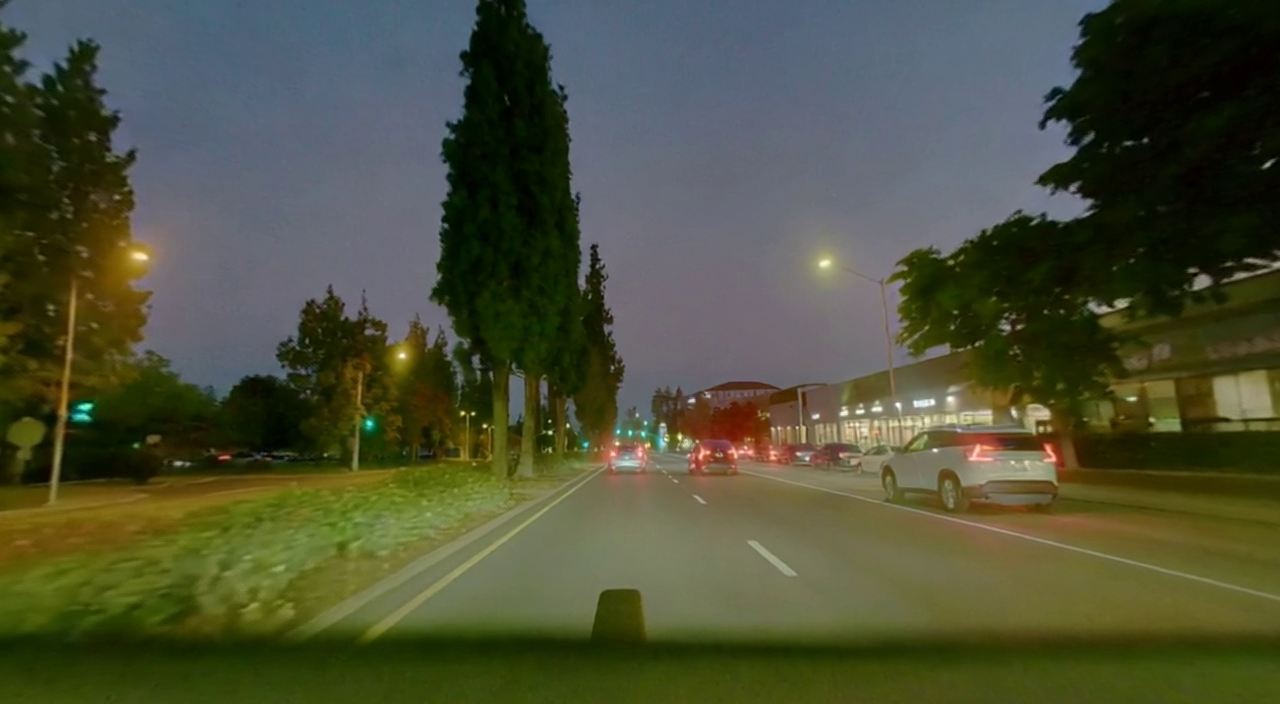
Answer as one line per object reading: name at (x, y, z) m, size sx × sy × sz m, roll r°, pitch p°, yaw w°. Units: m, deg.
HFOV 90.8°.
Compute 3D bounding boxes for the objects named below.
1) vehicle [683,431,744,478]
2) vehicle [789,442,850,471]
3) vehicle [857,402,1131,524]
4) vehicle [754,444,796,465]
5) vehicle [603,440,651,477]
vehicle at (3.056, 4.368, 27.162) m, size 1.955 × 1.845 × 4.538 m, roll 0°, pitch -8°, yaw -2°
vehicle at (10.014, 5.861, 35.652) m, size 2.021 × 1.481 × 4.746 m, roll 0°, pitch -8°, yaw 0°
vehicle at (6.628, 2.188, 12.950) m, size 2.240 × 1.923 × 5.678 m, roll 0°, pitch -8°, yaw -1°
vehicle at (9.973, 7.593, 46.971) m, size 1.898 × 1.475 × 4.860 m, roll 0°, pitch -8°, yaw -2°
vehicle at (-0.591, 4.803, 28.785) m, size 2.037 × 1.568 × 3.693 m, roll 0°, pitch -8°, yaw -1°
